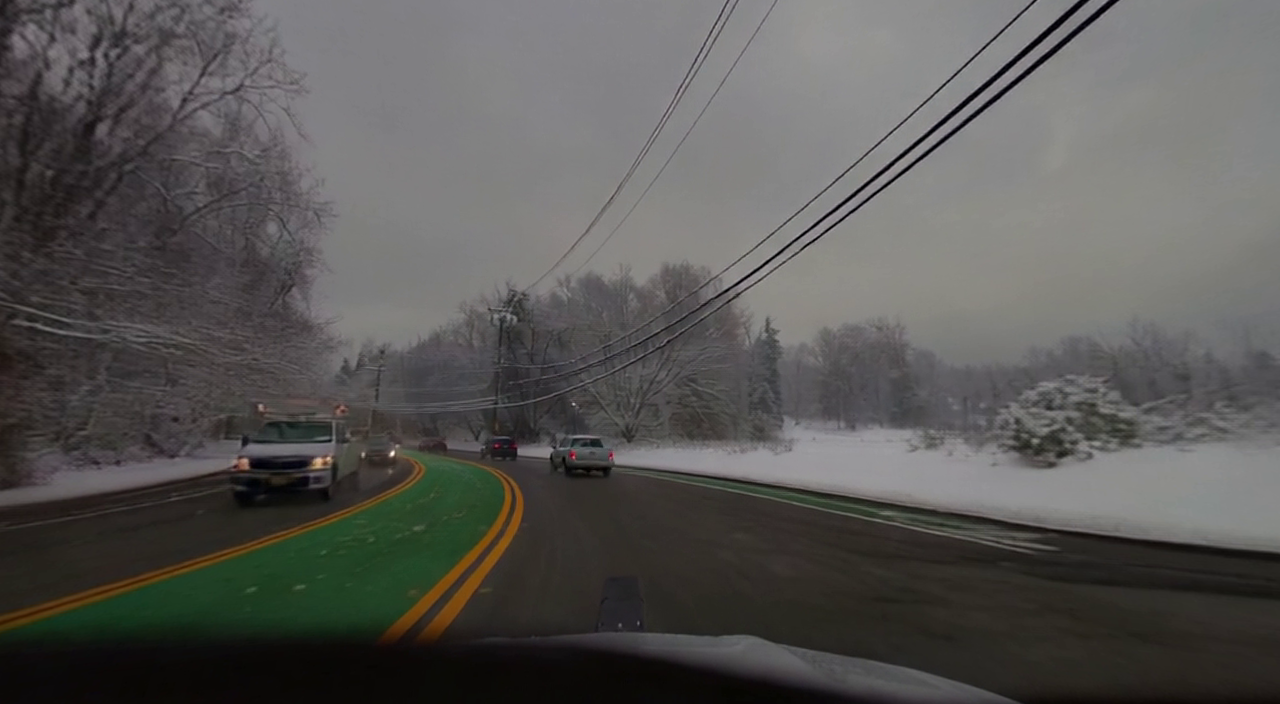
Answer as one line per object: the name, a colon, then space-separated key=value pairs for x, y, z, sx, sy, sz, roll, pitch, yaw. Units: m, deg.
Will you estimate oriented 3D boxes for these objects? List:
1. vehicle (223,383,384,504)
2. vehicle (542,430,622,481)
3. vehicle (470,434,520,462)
vehicle: x=-9.456 y=2.705 z=18.662 sx=2.413 sy=2.872 sz=6.823 roll=2 pitch=-9 yaw=-13
vehicle: x=-2.403 y=4.054 z=24.918 sx=2.140 sy=1.767 sz=4.720 roll=3 pitch=-9 yaw=-18
vehicle: x=-9.714 y=6.384 z=42.011 sx=2.075 sy=1.699 sz=4.520 roll=5 pitch=-10 yaw=-28
